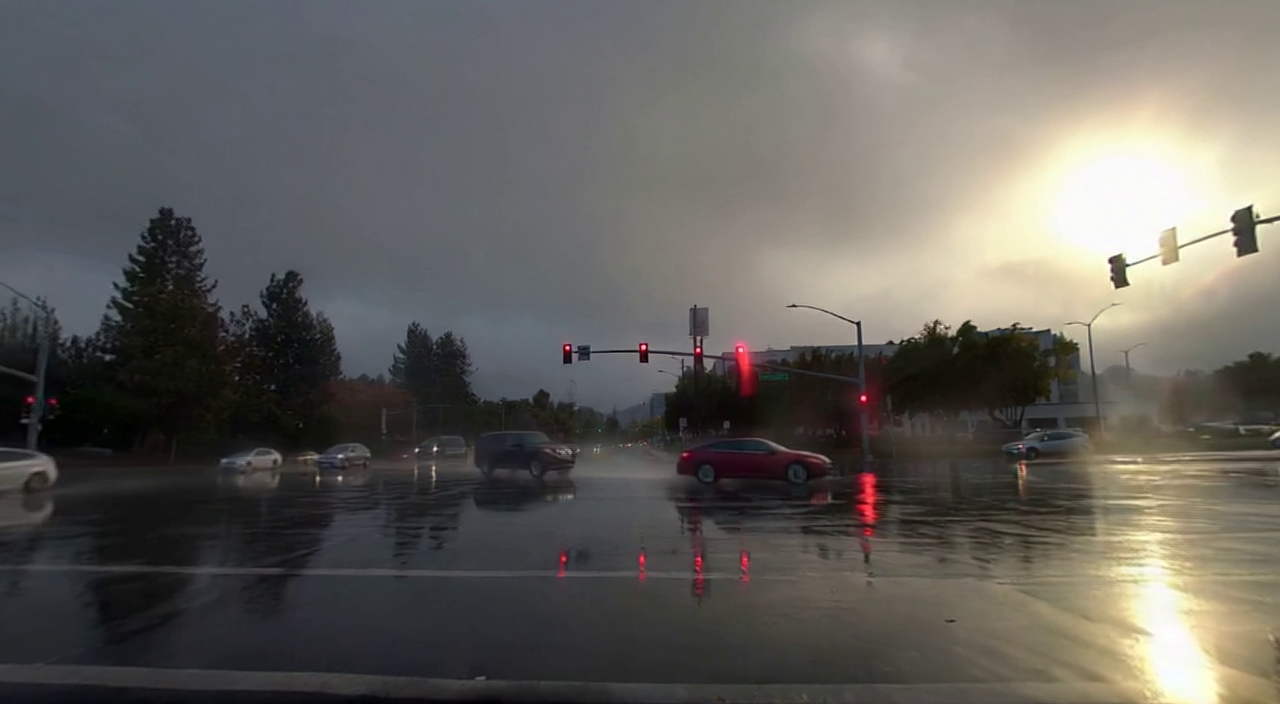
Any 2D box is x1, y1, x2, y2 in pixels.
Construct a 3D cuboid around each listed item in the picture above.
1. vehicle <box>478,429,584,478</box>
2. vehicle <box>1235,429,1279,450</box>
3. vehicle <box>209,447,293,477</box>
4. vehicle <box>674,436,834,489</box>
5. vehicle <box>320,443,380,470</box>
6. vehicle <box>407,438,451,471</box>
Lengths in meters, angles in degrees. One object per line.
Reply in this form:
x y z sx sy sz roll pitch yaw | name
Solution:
-4.752 4.336 27.119 4.767 1.877 2.017 -8 -12 44 | vehicle
45.683 6.275 45.256 1.786 1.412 4.330 0 -9 0 | vehicle
-23.208 6.567 37.924 2.041 1.642 4.628 0 -9 0 | vehicle
3.599 3.445 19.961 4.532 1.467 2.135 -4 -9 25 | vehicle
-19.772 7.149 43.301 2.088 1.743 4.417 0 -9 -1 | vehicle
-11.736 5.708 35.389 1.982 1.678 4.180 2 -9 -15 | vehicle
